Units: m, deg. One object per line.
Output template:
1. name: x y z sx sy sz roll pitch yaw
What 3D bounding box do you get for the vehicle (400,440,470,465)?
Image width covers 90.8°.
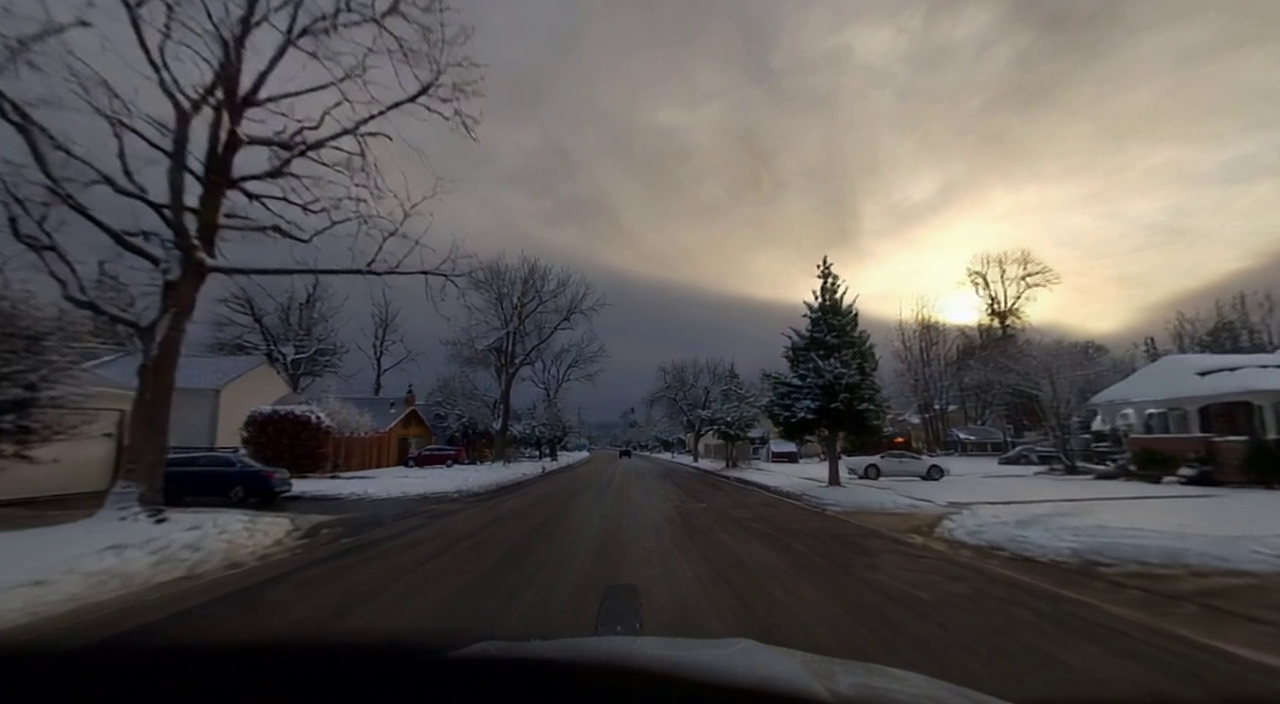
1. vehicle: -13.582 6.720 42.155 4.265 1.569 1.984 3 -10 -15

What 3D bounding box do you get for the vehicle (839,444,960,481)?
1. vehicle: 11.635 4.970 28.546 4.626 1.541 1.866 2 -9 -3

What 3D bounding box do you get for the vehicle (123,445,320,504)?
1. vehicle: -13.518 3.970 20.696 4.887 1.788 2.006 1 -9 -4
